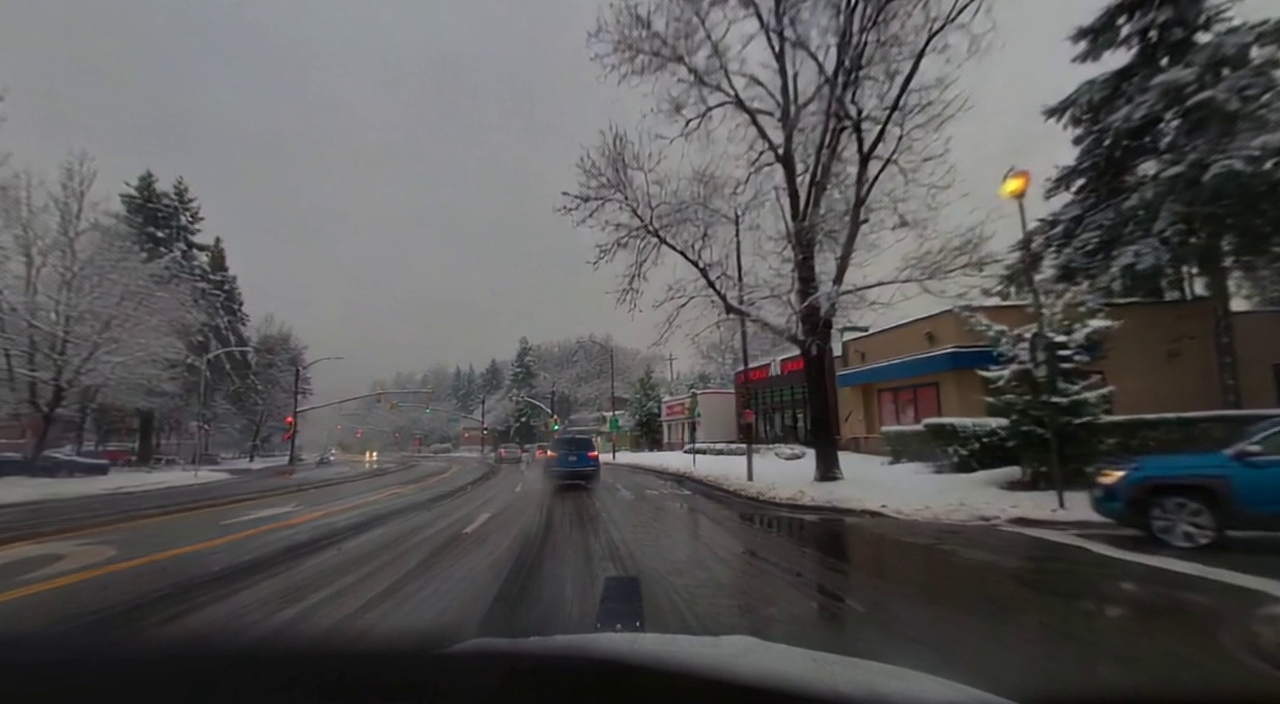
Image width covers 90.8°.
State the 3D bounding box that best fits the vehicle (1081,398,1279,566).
[{"bbox_3d":[8.103,1.413,7.025,5.076,1.761,2.077,-6,-10,36],"label":"vehicle"}]

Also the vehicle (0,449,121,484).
[{"bbox_3d":[-32.912,6.392,35.564,5.060,1.793,2.403,2,-8,-17],"label":"vehicle"}]

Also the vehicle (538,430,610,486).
[{"bbox_3d":[-2.341,3.567,21.657,2.227,1.733,3.930,1,-8,-8],"label":"vehicle"}]
